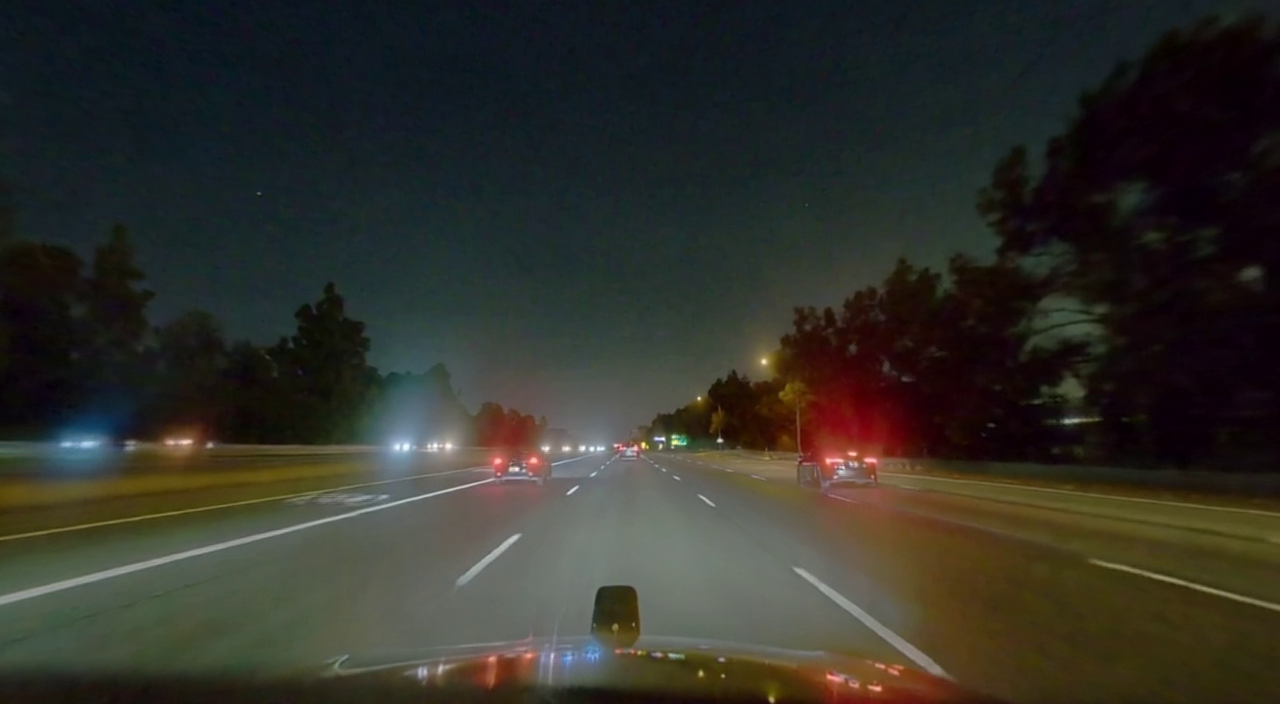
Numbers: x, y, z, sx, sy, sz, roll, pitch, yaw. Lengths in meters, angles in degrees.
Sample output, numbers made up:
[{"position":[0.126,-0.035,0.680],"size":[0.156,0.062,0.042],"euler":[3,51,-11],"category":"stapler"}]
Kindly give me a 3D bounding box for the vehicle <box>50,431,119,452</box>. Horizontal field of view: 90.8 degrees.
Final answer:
[{"position":[-40.009,6.476,45.601],"size":[1.725,1.447,3.619],"euler":[0,-8,0],"category":"vehicle"}]

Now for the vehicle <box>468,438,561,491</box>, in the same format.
[{"position":[-4.085,3.752,21.511],"size":[2.140,1.574,4.946],"euler":[0,-8,0],"category":"vehicle"}]
